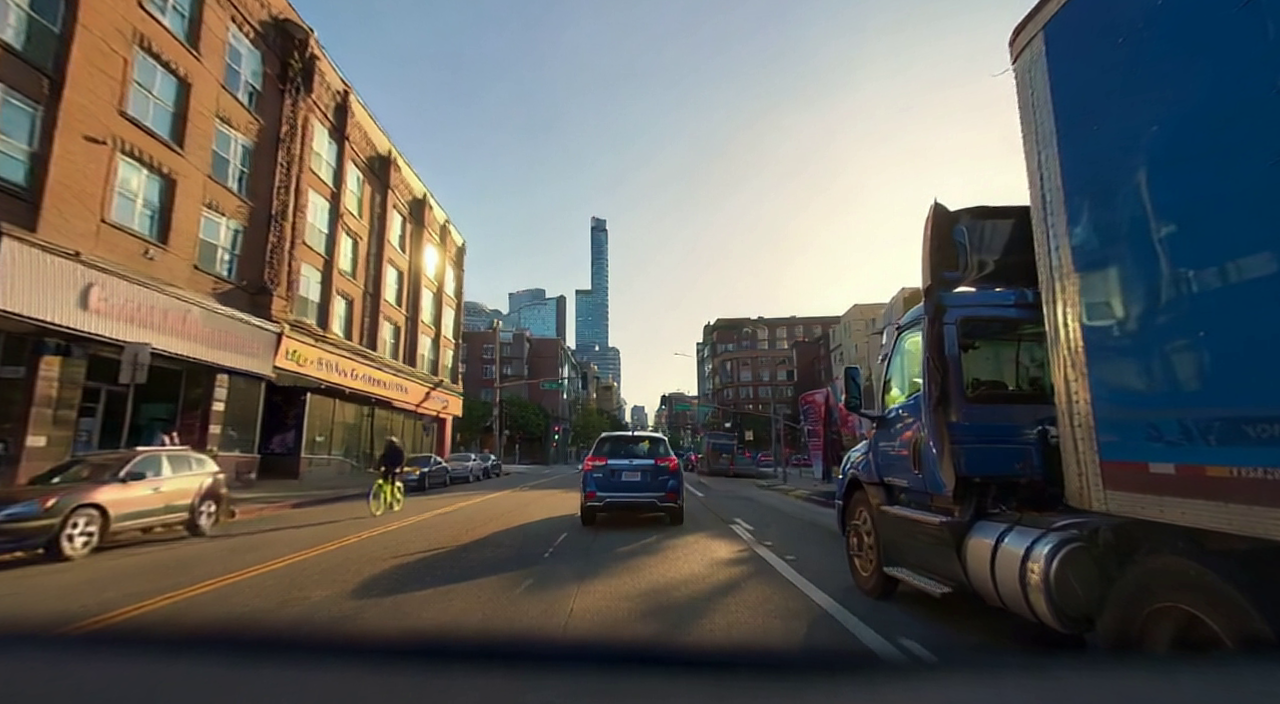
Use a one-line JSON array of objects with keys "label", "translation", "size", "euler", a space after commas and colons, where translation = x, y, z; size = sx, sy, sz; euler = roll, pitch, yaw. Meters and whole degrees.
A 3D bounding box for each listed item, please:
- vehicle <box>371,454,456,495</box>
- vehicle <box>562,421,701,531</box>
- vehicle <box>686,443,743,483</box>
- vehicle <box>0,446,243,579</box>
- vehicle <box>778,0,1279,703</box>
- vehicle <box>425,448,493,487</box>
[{"label": "vehicle", "translation": [-8.698, 4.715, 24.665], "size": [1.805, 1.379, 4.359], "euler": [0, -8, -1]}, {"label": "vehicle", "translation": [-0.148, 2.375, 12.708], "size": [2.283, 1.783, 4.548], "euler": [0, -8, 0]}, {"label": "vehicle", "translation": [3.437, 5.200, 29.961], "size": [2.159, 1.696, 4.316], "euler": [0, -8, 0]}, {"label": "vehicle", "translation": [-8.839, 2.374, 10.256], "size": [1.896, 1.652, 4.269], "euler": [0, -8, 1]}, {"label": "vehicle", "translation": [3.028, -0.013, 2.406], "size": [2.913, 3.771, 9.716], "euler": [0, -8, 1]}, {"label": "vehicle", "translation": [-8.711, 5.554, 30.785], "size": [2.084, 1.686, 4.422], "euler": [0, -8, -1]}]
